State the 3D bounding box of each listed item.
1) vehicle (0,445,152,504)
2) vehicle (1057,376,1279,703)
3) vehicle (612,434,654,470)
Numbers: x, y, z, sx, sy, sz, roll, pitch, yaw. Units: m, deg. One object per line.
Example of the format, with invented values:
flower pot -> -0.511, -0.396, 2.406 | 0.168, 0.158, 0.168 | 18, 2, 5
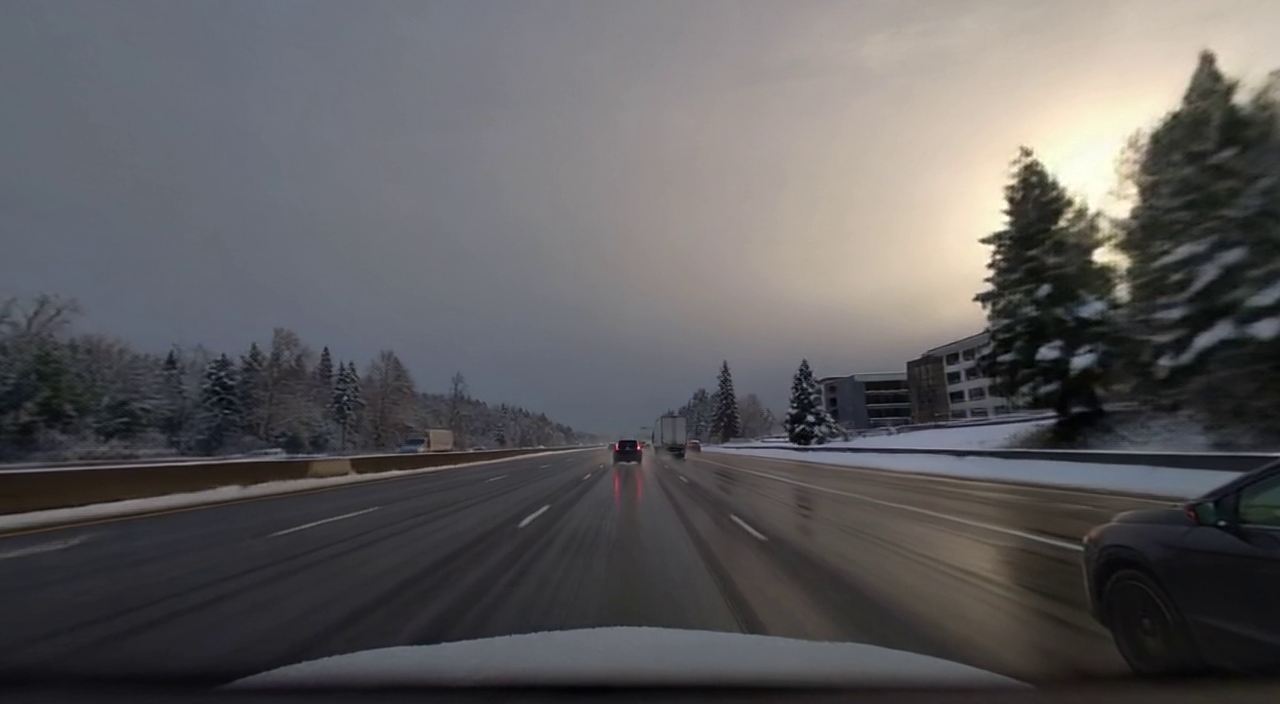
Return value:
vehicle -> -18.450, 3.764, 20.028 | 2.031, 1.618, 4.888 | 0, -8, 0
vehicle -> 3.528, 0.764, 1.597 | 1.950, 1.596, 4.326 | 0, -8, 0
vehicle -> -0.417, 5.758, 36.578 | 2.297, 1.912, 4.355 | 0, -8, -1
